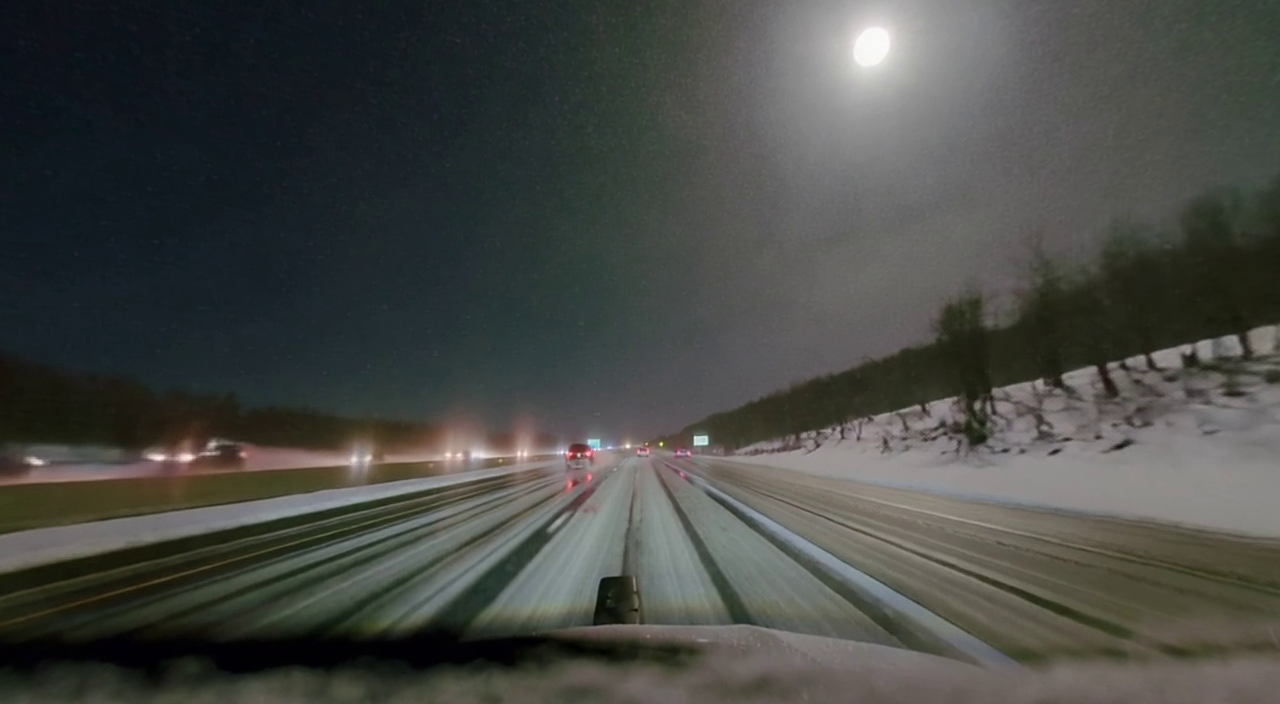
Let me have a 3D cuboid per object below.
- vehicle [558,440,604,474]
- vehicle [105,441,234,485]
[{"bbox_3d":[-3.128,5.681,34.310,2.070,1.707,4.309,0,-9,1],"label":"vehicle"},{"bbox_3d":[-24.600,5.800,33.314,2.249,2.109,5.818,0,-9,0],"label":"vehicle"}]
